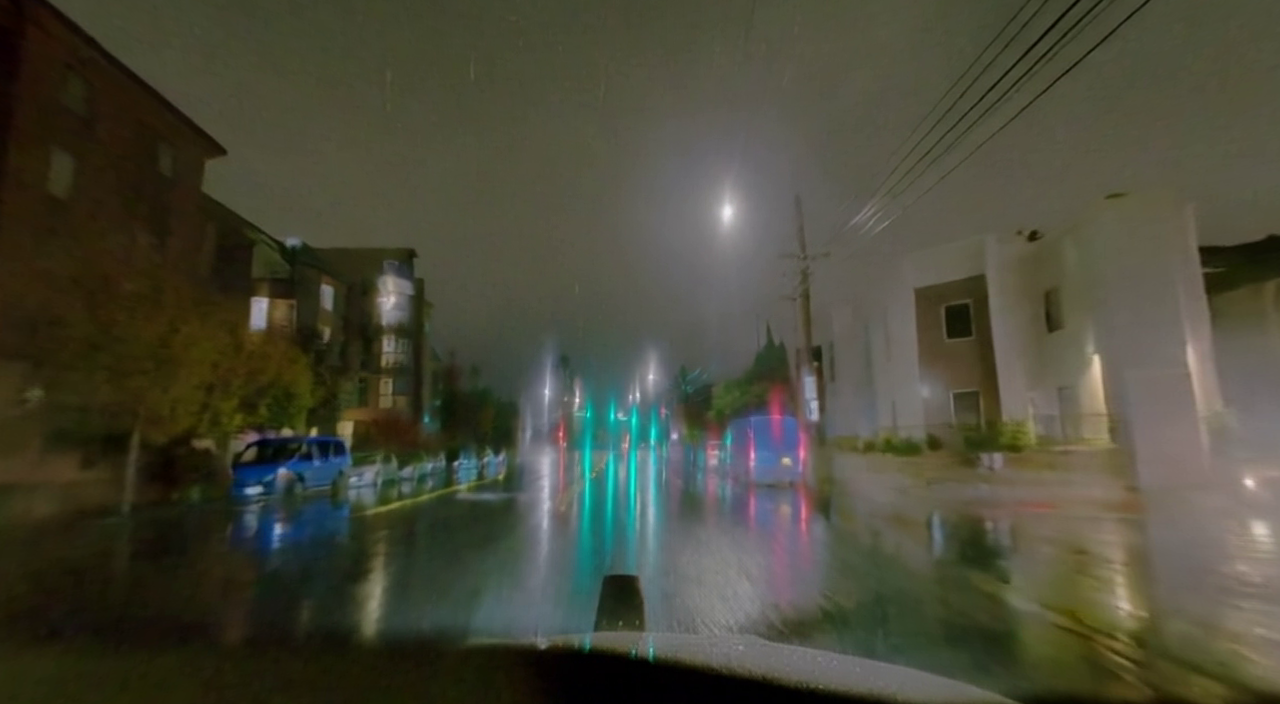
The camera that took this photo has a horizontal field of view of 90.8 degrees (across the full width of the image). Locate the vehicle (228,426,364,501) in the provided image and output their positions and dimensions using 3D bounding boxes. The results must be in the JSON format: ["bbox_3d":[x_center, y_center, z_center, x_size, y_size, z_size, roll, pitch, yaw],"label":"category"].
[{"bbox_3d":[-12.727,4.094,23.917,2.164,2.386,5.460,-2,-7,-1],"label":"vehicle"}]

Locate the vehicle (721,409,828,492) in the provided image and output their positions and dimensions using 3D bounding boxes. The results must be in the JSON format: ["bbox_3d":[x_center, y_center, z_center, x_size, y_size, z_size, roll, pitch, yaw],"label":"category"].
[{"bbox_3d":[4.761,3.635,23.543,2.414,2.670,5.833,1,-8,-3],"label":"vehicle"}]

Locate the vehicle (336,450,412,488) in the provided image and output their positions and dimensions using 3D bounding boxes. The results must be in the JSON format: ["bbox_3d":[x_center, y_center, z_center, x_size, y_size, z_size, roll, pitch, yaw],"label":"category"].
[{"bbox_3d":[-12.552,5.490,30.099,1.892,1.472,4.523,-2,-7,-3],"label":"vehicle"}]

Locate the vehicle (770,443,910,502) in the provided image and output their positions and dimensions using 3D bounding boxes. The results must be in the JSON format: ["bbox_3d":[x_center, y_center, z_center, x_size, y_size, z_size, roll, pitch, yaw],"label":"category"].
[{"bbox_3d":[5.489,3.343,18.049,1.848,1.468,4.332,2,-9,-12],"label":"vehicle"}]
